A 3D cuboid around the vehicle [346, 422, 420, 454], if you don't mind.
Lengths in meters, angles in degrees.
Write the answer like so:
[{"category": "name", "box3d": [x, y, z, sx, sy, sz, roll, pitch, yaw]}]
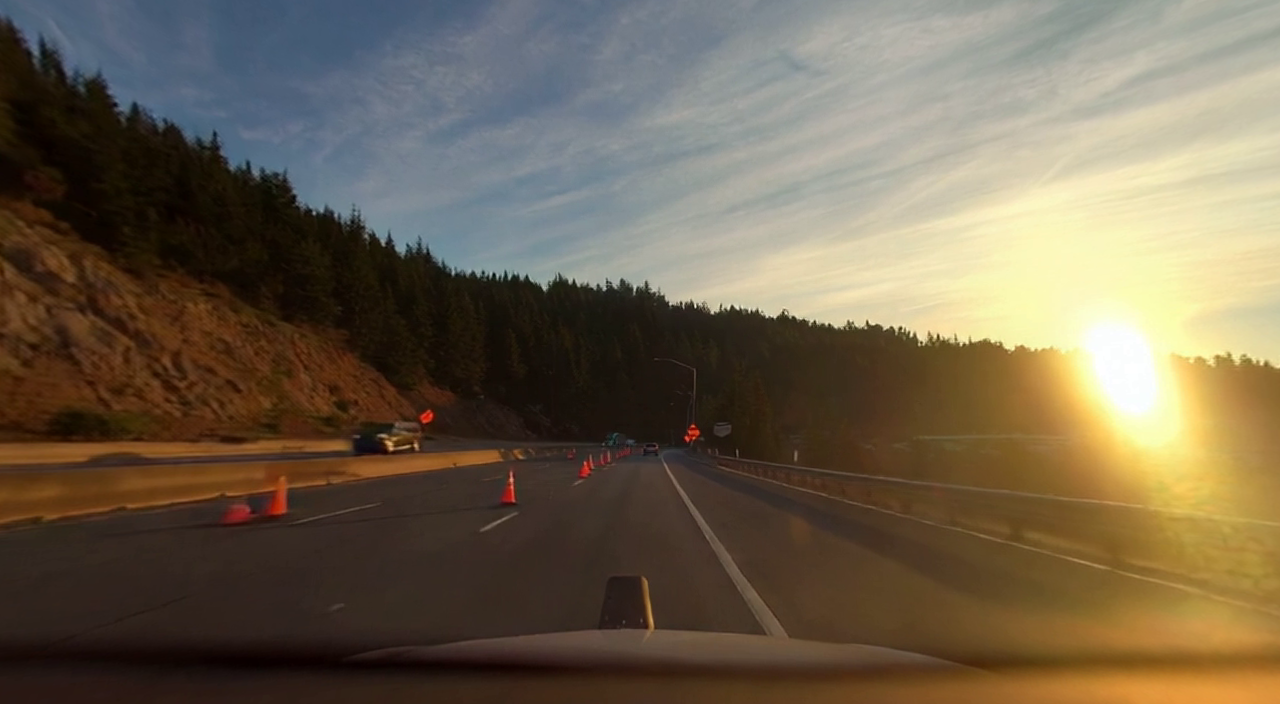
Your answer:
[{"category": "vehicle", "box3d": [-17.149, 5.847, 42.529, 2.266, 1.970, 5.815, -1, -9, 3]}]
